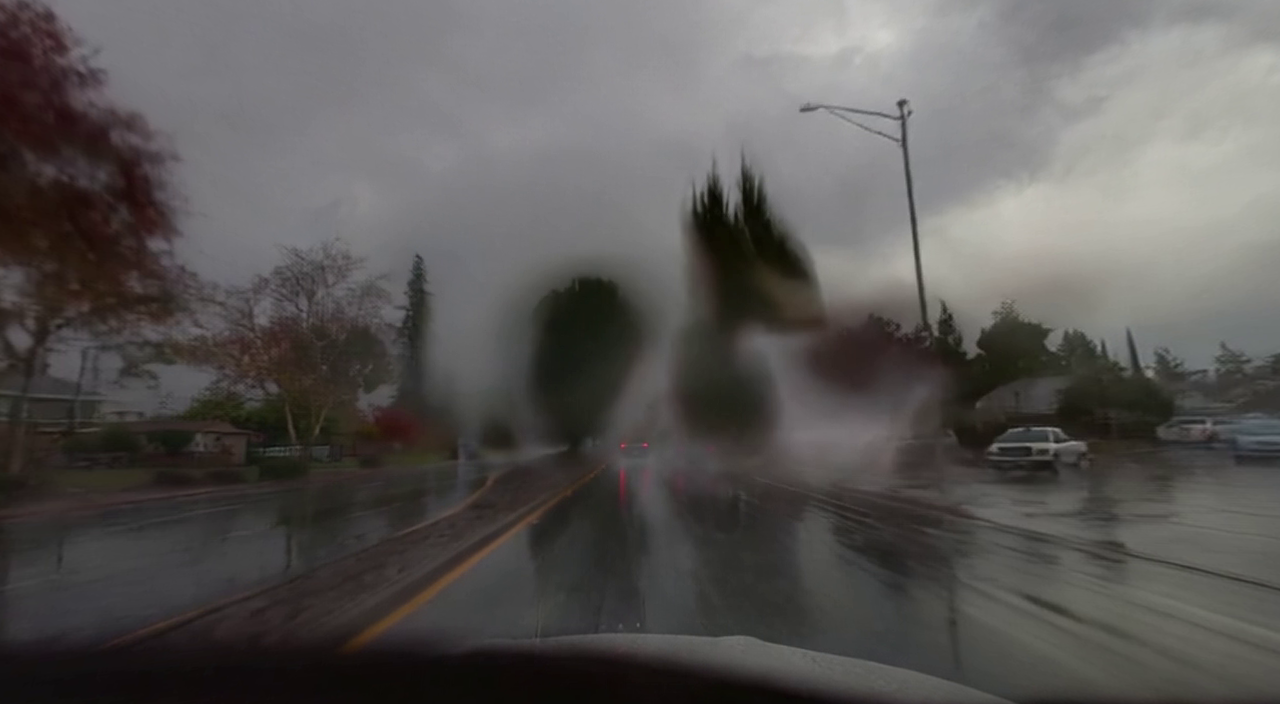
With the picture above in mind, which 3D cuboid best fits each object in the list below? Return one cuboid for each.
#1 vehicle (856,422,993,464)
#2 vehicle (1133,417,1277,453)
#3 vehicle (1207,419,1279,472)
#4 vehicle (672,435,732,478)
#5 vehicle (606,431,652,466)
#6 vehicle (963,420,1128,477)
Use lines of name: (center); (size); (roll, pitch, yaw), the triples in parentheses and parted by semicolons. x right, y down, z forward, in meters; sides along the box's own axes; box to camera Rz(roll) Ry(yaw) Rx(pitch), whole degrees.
vehicle: (11.334, 3.661, 25.371); (4.557, 1.509, 1.971); (-8, -11, 43)
vehicle: (27.113, 4.042, 30.529); (4.654, 1.551, 1.829); (-5, -10, 20)
vehicle: (19.152, 2.885, 19.501); (4.511, 1.451, 1.932); (8, -11, -43)
vehicle: (2.491, 4.318, 26.413); (2.003, 1.614, 4.072); (0, -8, -1)
vehicle: (-0.661, 5.638, 36.971); (2.488, 1.881, 4.814); (1, -8, -1)
vehicle: (11.328, 2.692, 17.789); (1.799, 1.431, 3.486); (8, -11, -43)
